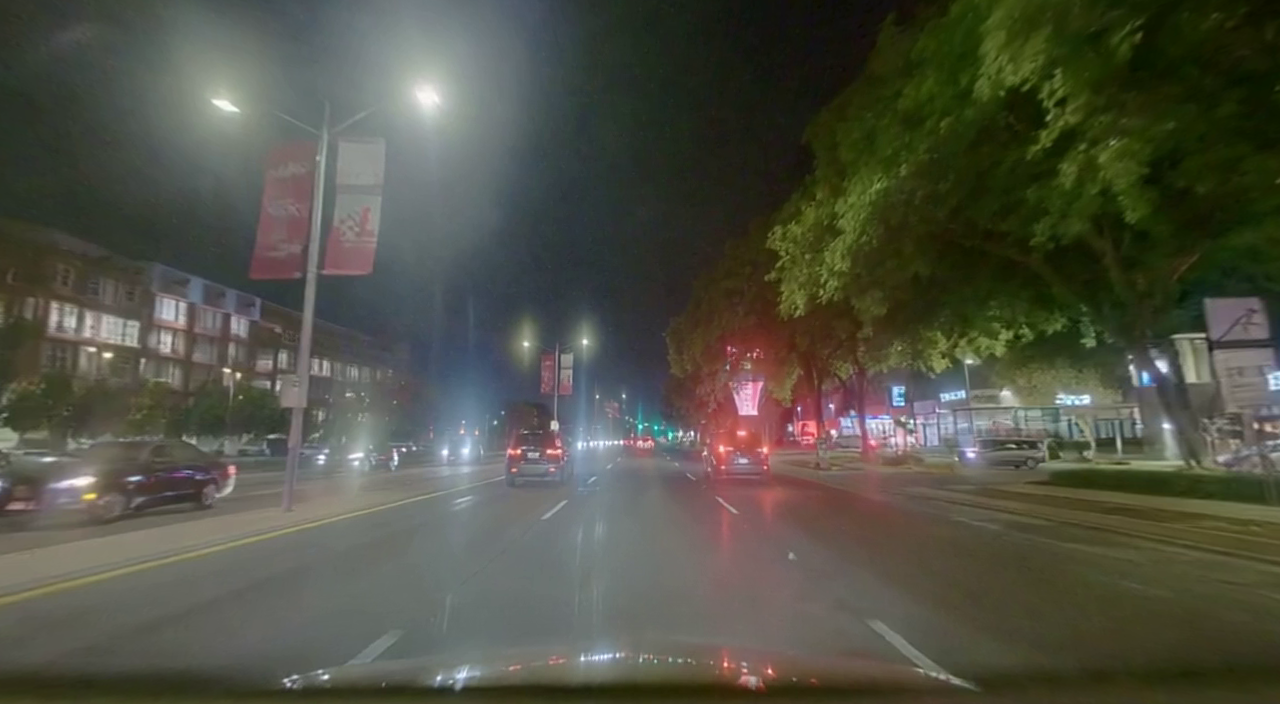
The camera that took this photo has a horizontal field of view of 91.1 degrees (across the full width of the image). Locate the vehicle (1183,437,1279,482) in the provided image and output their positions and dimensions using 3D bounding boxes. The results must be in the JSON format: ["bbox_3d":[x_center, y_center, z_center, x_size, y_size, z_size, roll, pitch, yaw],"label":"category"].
[{"bbox_3d":[23.103,3.906,23.057,4.497,1.452,1.944,-1,-8,-1],"label":"vehicle"}]

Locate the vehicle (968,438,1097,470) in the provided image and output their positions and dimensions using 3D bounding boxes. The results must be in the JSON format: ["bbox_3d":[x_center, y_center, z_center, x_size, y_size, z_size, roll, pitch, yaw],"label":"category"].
[{"bbox_3d":[18.475,4.812,29.744,4.642,1.450,2.087,0,-8,2],"label":"vehicle"}]

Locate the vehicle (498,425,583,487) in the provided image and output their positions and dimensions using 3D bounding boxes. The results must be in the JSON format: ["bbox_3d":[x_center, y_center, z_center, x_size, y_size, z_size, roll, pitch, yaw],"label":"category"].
[{"bbox_3d":[-3.119,3.374,20.645,2.014,1.775,4.404,0,-8,1],"label":"vehicle"}]

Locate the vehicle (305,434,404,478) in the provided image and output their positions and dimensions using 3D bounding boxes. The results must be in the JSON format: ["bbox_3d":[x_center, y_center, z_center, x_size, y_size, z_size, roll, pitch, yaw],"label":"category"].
[{"bbox_3d":[-12.006,4.392,26.750,1.998,1.705,4.465,0,-8,2],"label":"vehicle"}]

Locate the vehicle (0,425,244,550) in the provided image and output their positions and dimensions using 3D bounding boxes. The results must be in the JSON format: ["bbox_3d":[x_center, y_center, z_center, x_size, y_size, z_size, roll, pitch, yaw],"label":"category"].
[{"bbox_3d":[-8.690,1.965,9.657,2.022,1.483,4.909,-2,-8,0],"label":"vehicle"}]

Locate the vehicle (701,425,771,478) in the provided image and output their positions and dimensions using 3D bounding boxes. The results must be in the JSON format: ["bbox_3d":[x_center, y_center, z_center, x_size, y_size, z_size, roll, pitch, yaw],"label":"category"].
[{"bbox_3d":[3.753,3.977,25.273,2.024,1.921,4.431,0,-8,-1],"label":"vehicle"}]

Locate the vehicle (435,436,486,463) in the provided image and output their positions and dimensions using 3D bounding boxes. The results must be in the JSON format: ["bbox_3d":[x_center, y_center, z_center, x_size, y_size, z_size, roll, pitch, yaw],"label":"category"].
[{"bbox_3d":[-11.978,6.539,42.212,2.023,1.729,4.478,0,-8,1],"label":"vehicle"}]
